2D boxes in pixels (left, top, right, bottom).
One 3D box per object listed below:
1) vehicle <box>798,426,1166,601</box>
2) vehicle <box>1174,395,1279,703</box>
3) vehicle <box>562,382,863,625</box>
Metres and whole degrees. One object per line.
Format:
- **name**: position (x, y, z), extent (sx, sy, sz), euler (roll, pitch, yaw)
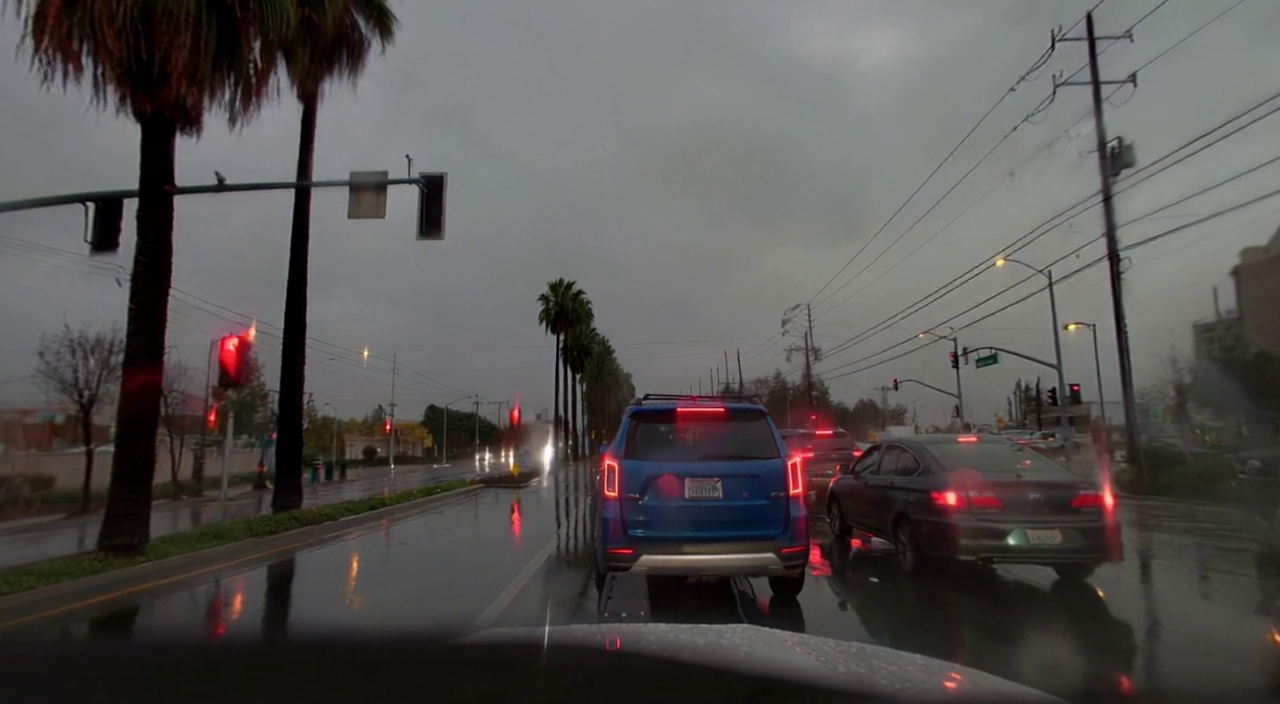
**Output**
- **vehicle**: position (3.438, 1.686, 7.514), extent (1.895, 1.456, 4.255), euler (0, -9, -2)
- **vehicle**: position (3.359, 0.645, 0.663), extent (1.805, 1.485, 4.348), euler (0, -9, 1)
- **vehicle**: position (0.457, 1.432, 6.882), extent (2.228, 1.780, 4.269), euler (0, -9, -2)
